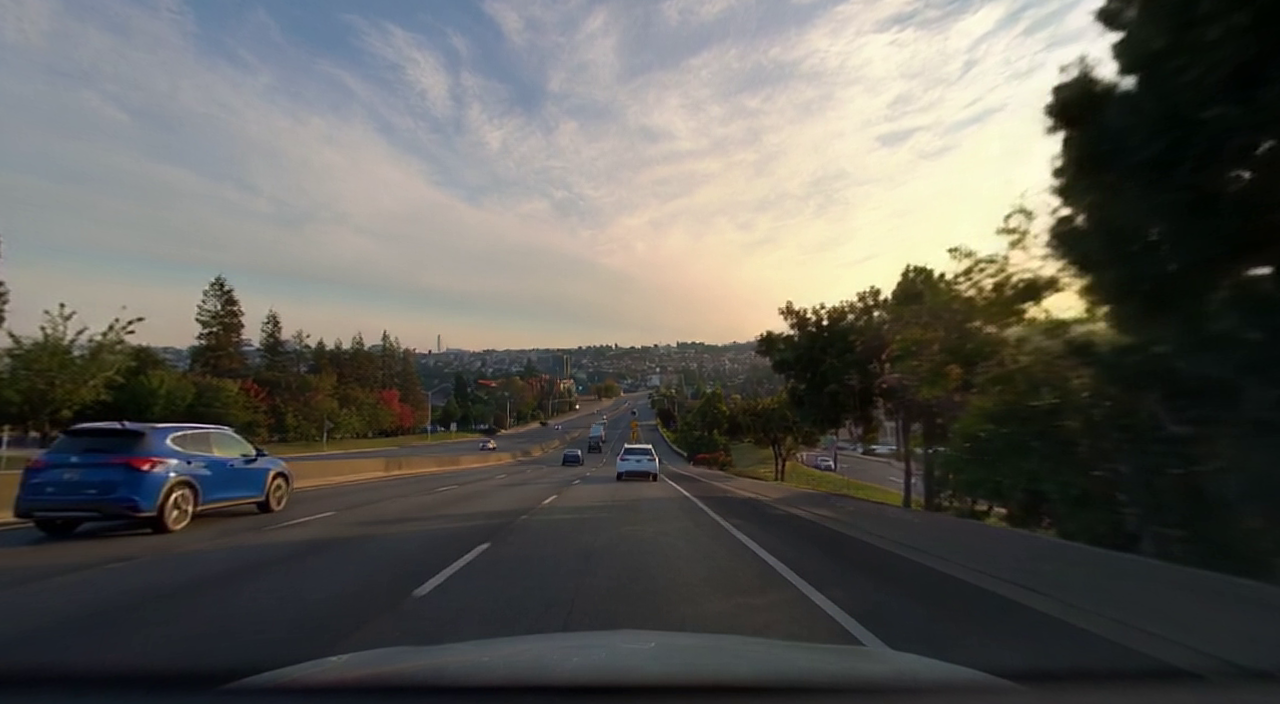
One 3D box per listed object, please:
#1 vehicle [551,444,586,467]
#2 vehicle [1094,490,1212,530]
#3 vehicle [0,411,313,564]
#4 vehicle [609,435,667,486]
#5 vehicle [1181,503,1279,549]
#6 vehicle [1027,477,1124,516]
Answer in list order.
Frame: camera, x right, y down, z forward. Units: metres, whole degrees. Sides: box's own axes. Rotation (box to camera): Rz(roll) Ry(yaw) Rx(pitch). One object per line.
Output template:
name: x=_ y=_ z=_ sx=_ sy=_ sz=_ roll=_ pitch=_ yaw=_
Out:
vehicle: x=-5.223 y=7.657 z=46.856 sx=2.123 sy=1.592 sz=4.505 roll=0 pitch=-9 yaw=-1
vehicle: x=27.417 y=8.460 z=34.025 sx=1.874 sy=1.577 sz=4.877 roll=3 pitch=-9 yaw=-8
vehicle: x=-7.217 y=1.862 z=9.470 sx=1.997 sy=1.650 sz=5.090 roll=0 pitch=-9 yaw=-1
vehicle: x=-0.077 y=4.337 z=25.534 sx=2.125 sy=1.830 sz=4.370 roll=0 pitch=-9 yaw=0
vehicle: x=28.033 y=7.981 z=29.158 sx=1.845 sy=1.533 sz=4.455 roll=1 pitch=-9 yaw=-7
vehicle: x=26.765 y=8.849 z=39.079 sx=1.858 sy=1.849 sz=4.942 roll=0 pitch=-7 yaw=-10
